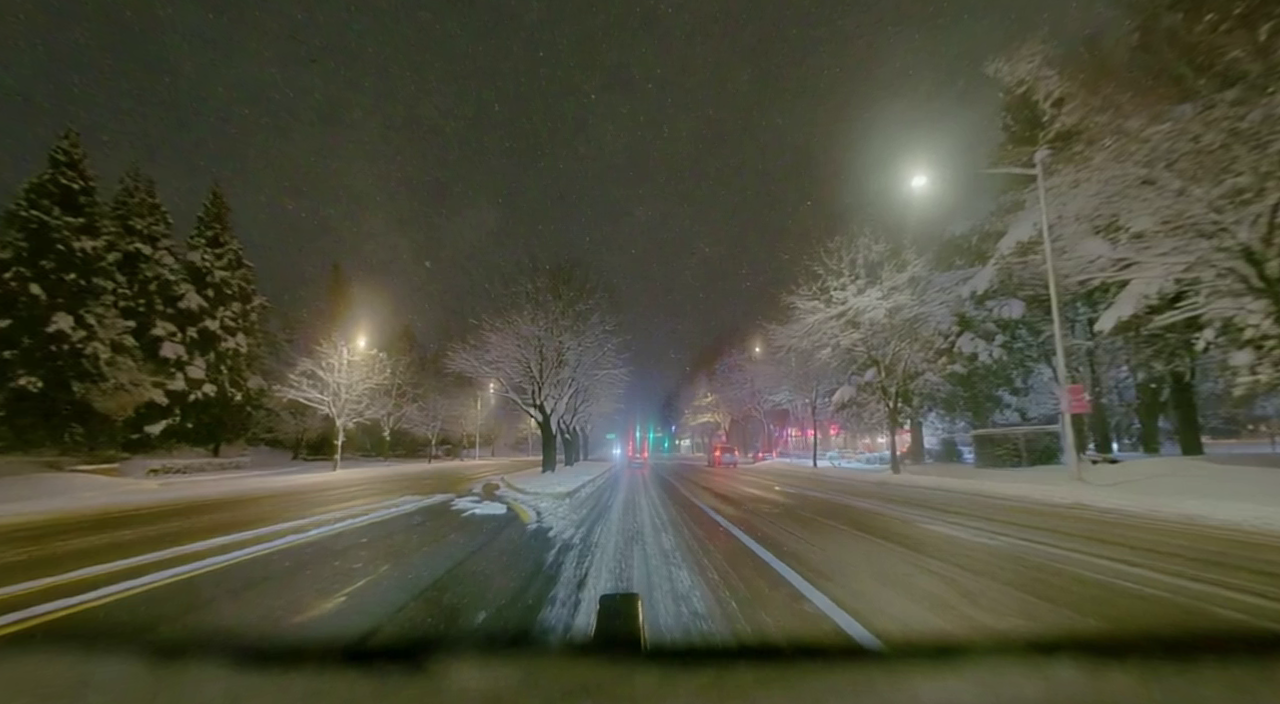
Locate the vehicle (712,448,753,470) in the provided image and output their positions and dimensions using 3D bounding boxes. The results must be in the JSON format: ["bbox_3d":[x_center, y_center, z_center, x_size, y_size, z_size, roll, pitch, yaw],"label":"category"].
[{"bbox_3d":[6.410,7.444,44.188,2.024,1.475,4.600,0,-9,-2],"label":"vehicle"}]
